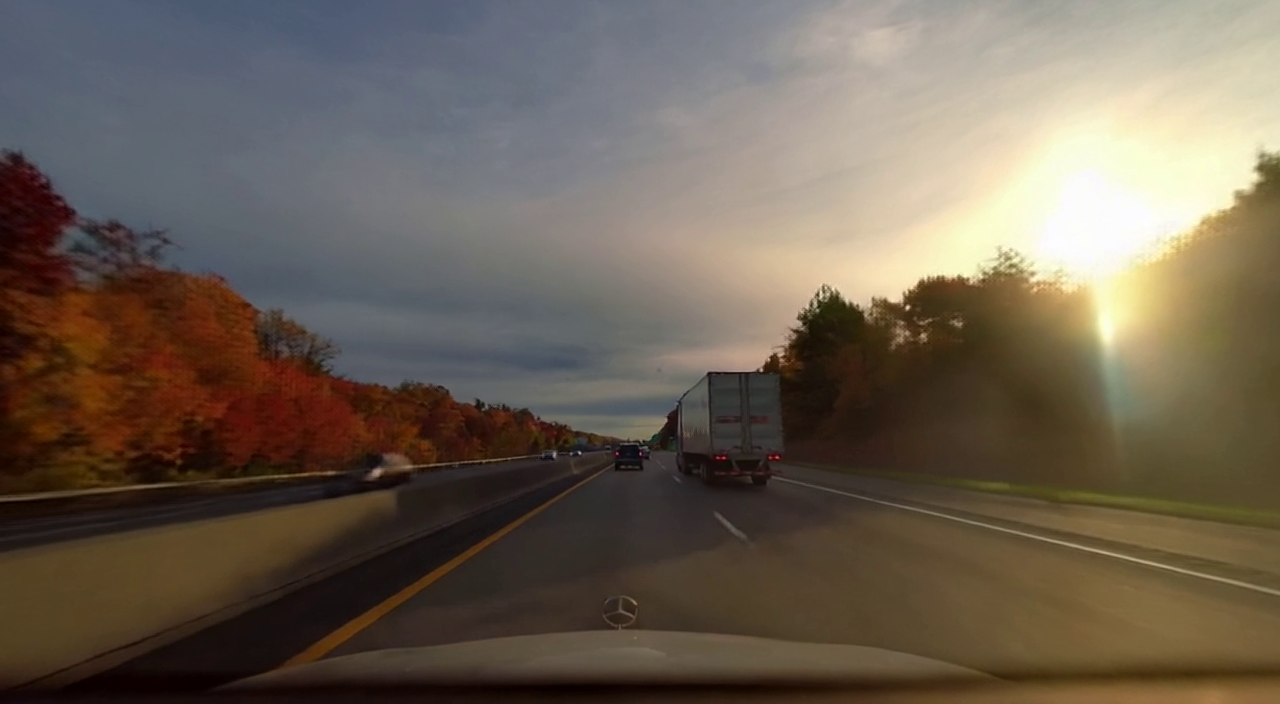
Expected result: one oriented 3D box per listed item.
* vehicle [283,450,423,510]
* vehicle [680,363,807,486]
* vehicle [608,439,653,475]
[{"bbox_3d":[-8.211,3.664,18.481,2.049,1.525,4.396,0,-9,0],"label":"vehicle"},{"bbox_3d":[3.844,3.402,27.608,3.068,4.042,13.787,0,-9,-1],"label":"vehicle"},{"bbox_3d":[-0.441,5.340,32.178,2.151,1.693,4.201,0,-9,0],"label":"vehicle"}]
